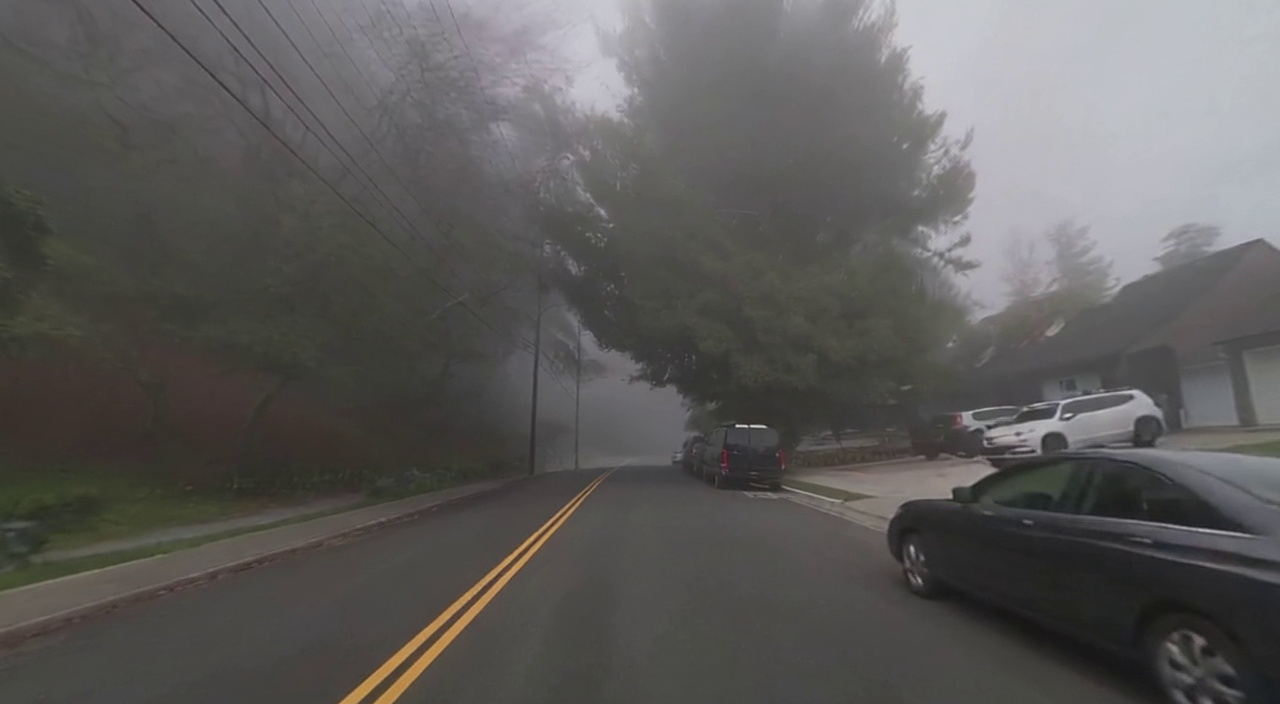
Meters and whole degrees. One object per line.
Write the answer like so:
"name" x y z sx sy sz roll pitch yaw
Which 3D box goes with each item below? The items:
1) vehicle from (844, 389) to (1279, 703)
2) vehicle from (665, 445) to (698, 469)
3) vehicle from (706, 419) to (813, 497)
"vehicle" 3.306 1.202 4.516 1.903 1.470 4.915 0 -9 -2
"vehicle" 3.081 7.892 47.529 2.068 1.675 4.013 0 -9 -2
"vehicle" 3.203 2.997 18.210 2.020 1.900 5.202 0 -9 0
